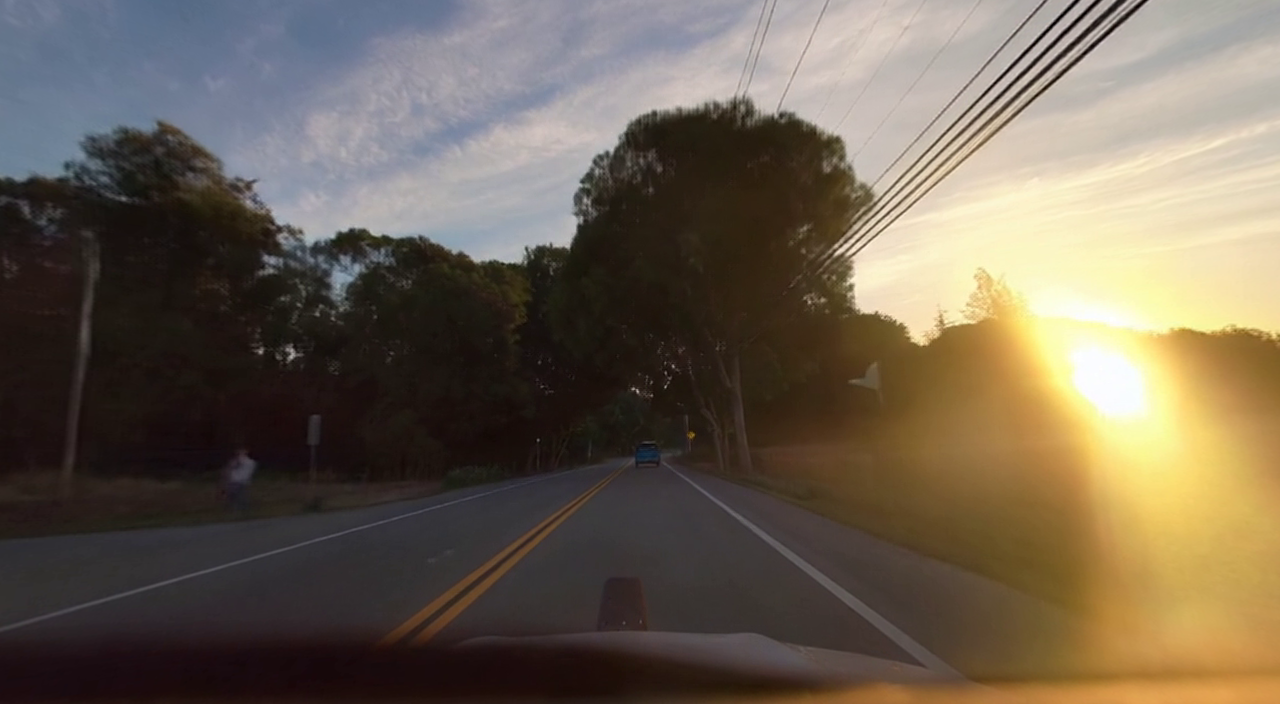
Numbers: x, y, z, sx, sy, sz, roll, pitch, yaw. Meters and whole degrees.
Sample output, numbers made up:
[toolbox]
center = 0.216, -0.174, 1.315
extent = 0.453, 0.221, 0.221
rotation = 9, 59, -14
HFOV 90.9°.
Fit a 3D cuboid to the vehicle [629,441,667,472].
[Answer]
[vehicle]
center = 0.537, 7.309, 44.443
extent = 2.468, 2.056, 4.422
rotation = 0, -9, 0
